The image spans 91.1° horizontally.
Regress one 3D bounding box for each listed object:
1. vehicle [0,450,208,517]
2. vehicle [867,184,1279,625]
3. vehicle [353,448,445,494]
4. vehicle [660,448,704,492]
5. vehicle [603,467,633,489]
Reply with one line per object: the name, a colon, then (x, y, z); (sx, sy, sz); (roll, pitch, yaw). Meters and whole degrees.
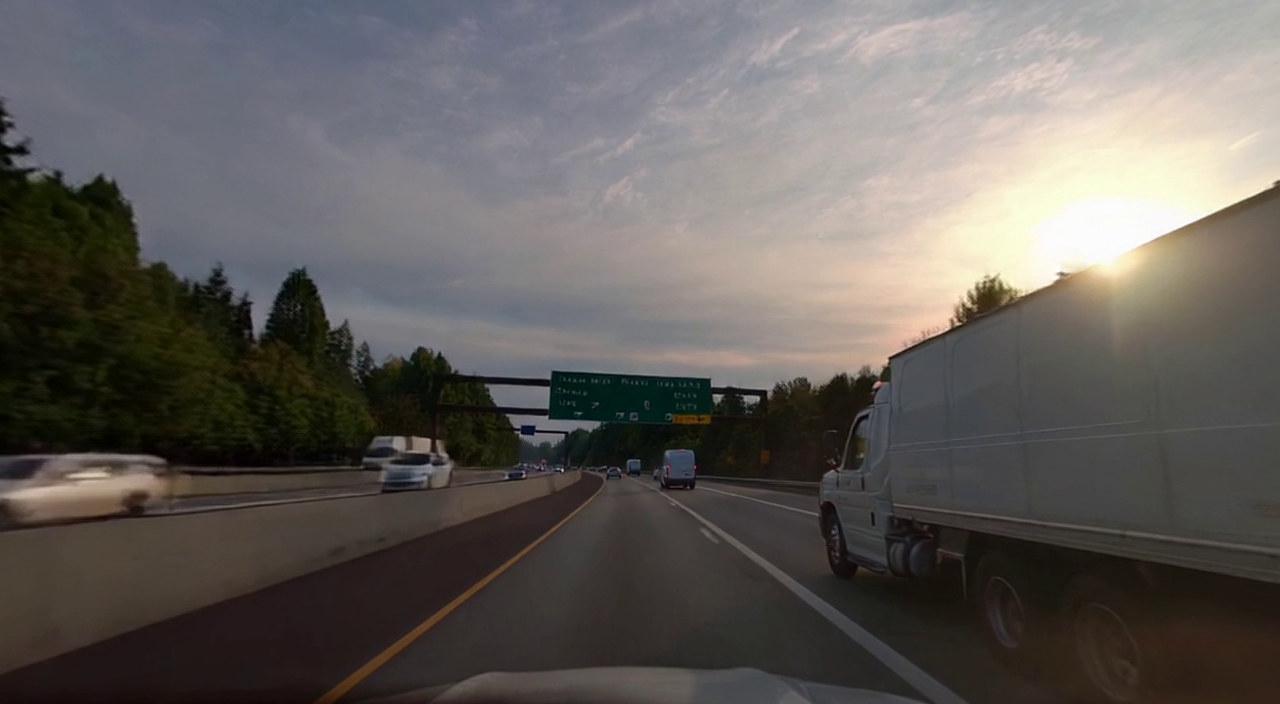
vehicle: (-14.055, 3.410, 16.609); (2.018, 1.481, 4.558); (1, -10, -1)
vehicle: (7.443, 1.084, 9.069); (2.866, 4.102, 14.351); (1, -10, -1)
vehicle: (-10.739, 5.384, 28.465); (2.187, 1.857, 5.082); (1, -10, -1)
vehicle: (2.690, 7.819, 41.785); (2.291, 2.639, 5.280); (1, -10, -3)
vehicle: (-1.646, 9.485, 47.415); (2.106, 1.524, 4.381); (1, -10, -1)
